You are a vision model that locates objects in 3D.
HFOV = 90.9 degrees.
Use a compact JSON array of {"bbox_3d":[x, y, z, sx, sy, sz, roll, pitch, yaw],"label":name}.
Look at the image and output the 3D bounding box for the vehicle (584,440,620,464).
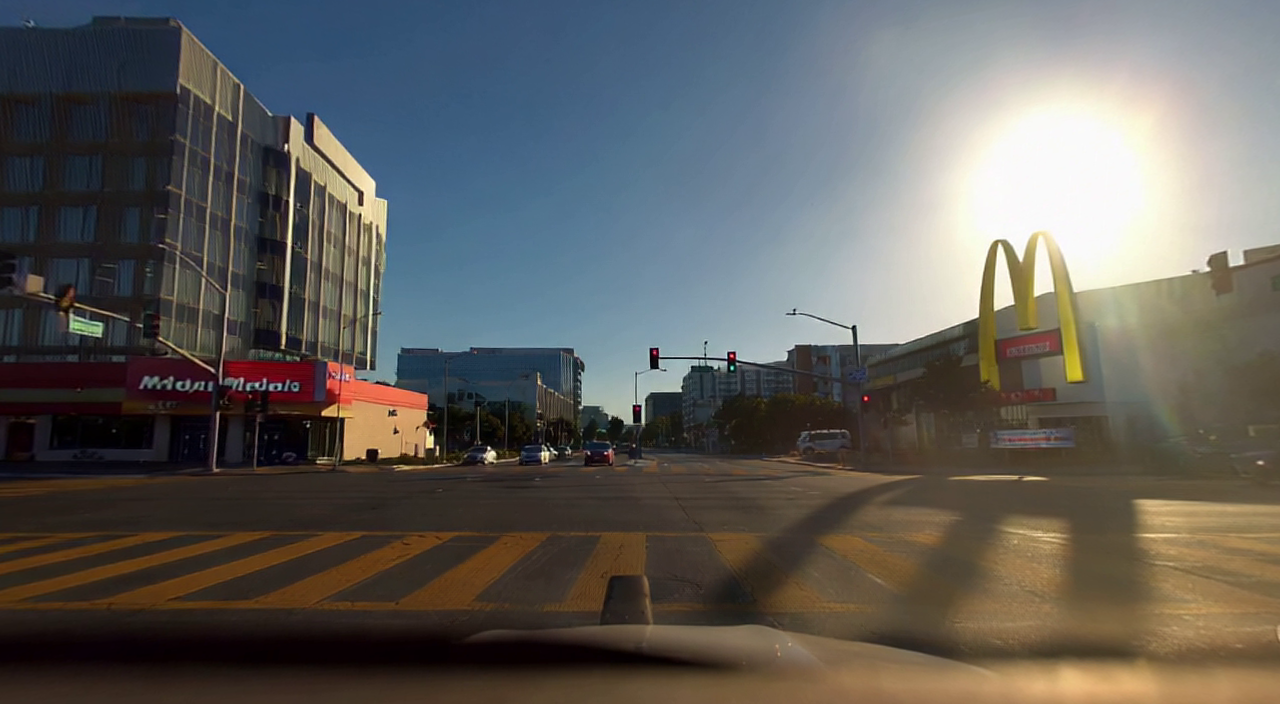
[{"bbox_3d":[-2.507,6.676,42.273,2.104,1.468,4.195,0,-8,1],"label":"vehicle"}]
